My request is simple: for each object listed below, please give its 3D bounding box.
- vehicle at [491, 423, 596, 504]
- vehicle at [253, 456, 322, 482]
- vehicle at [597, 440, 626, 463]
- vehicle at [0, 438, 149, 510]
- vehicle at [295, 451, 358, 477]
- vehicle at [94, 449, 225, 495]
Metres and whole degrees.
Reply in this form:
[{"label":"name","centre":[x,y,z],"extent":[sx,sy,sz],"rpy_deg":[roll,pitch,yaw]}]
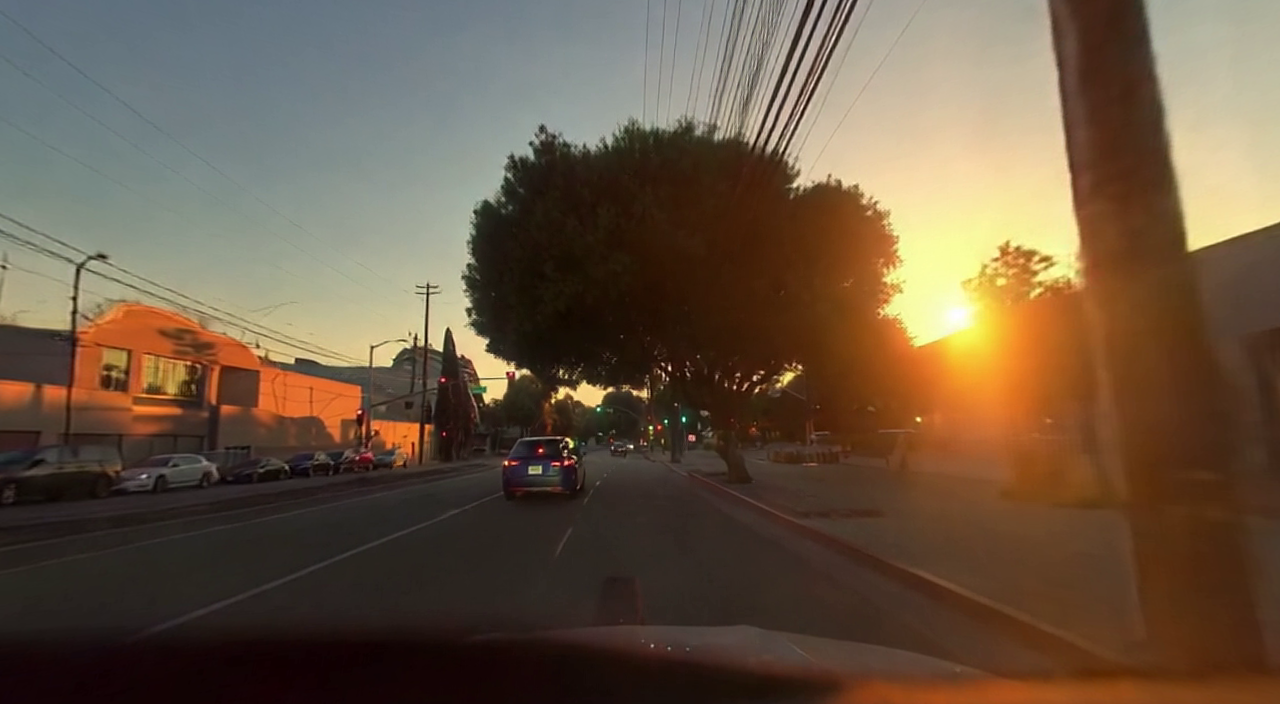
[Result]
[{"label":"vehicle","centre":[-2.228,2.740,15.793],"extent":[2.022,1.757,4.041],"rpy_deg":[0,-9,-1]},{"label":"vehicle","centre":[-21.224,7.041,38.243],"extent":[1.790,1.415,4.450],"rpy_deg":[0,-9,-3]},{"label":"vehicle","centre":[-2.228,7.832,49.767],"extent":[2.144,1.681,3.855],"rpy_deg":[0,-9,-2]},{"label":"vehicle","centre":[-20.714,4.117,21.881],"extent":[2.369,2.159,6.388],"rpy_deg":[0,-9,-1]},{"label":"vehicle","centre":[-21.248,7.576,43.031],"extent":[1.989,1.689,4.388],"rpy_deg":[0,-9,0]},{"label":"vehicle","centre":[-20.749,5.166,27.626],"extent":[2.015,1.815,4.856],"rpy_deg":[0,-9,-3]}]
